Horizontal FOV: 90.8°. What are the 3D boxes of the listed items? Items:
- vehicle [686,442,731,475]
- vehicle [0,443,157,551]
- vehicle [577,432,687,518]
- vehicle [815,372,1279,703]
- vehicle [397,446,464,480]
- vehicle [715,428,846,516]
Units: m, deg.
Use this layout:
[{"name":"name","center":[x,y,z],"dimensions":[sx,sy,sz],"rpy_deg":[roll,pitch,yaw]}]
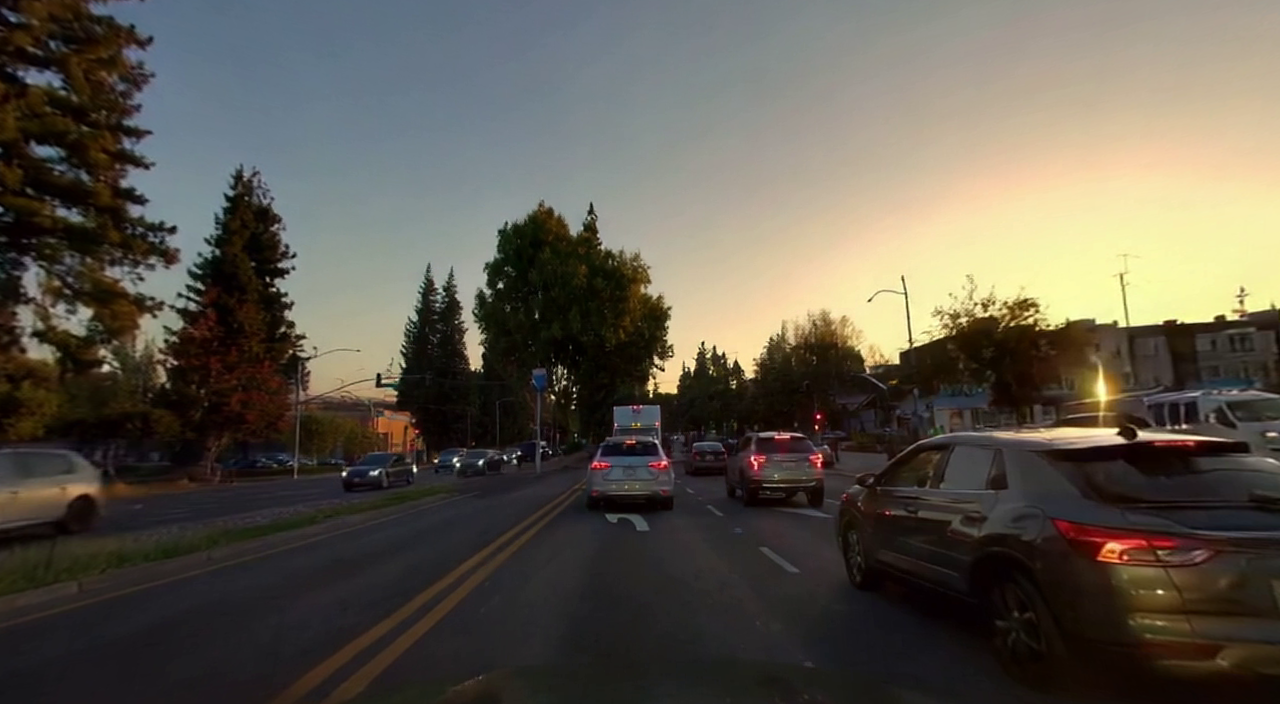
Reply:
[{"name":"vehicle","center":[3.345,5.311,31.575],"dimensions":[1.812,1.518,3.840],"rpy_deg":[0,-9,0]},{"name":"vehicle","center":[-11.061,2.404,10.715],"dimensions":[2.055,1.663,4.637],"rpy_deg":[0,-9,0]},{"name":"vehicle","center":[-0.179,2.653,14.075],"dimensions":[2.106,1.613,3.697],"rpy_deg":[0,-9,-1]},{"name":"vehicle","center":[3.242,1.272,5.314],"dimensions":[2.056,1.700,4.399],"rpy_deg":[0,-9,-3]},{"name":"vehicle","center":[-11.352,6.028,34.656],"dimensions":[2.083,1.719,4.497],"rpy_deg":[-1,-9,1]},{"name":"vehicle","center":[2.980,2.650,14.399],"dimensions":[1.995,1.677,4.106],"rpy_deg":[0,-9,-1]}]
